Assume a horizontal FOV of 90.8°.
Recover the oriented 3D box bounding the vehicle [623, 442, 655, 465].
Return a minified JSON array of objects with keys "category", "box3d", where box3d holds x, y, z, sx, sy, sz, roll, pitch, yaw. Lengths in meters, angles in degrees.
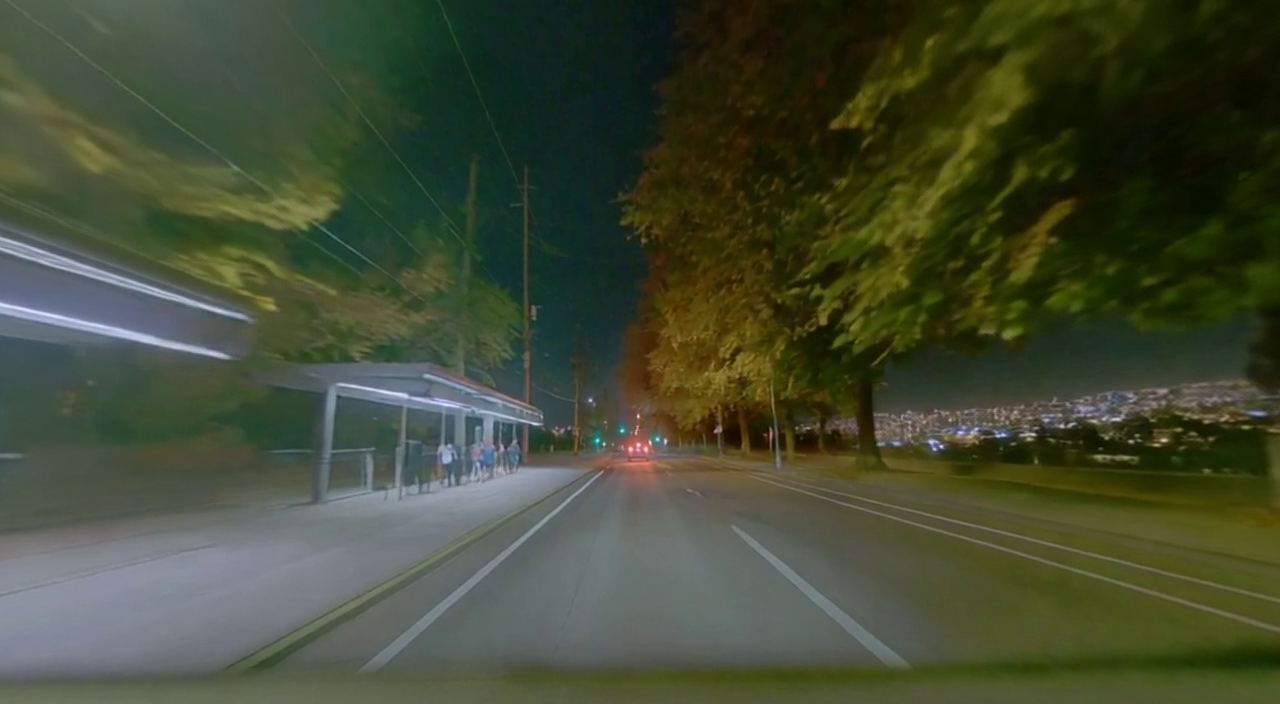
[{"category":"vehicle","box3d":[-0.115,7.042,43.836,2.109,1.501,4.042,0,-9,-1]}]
